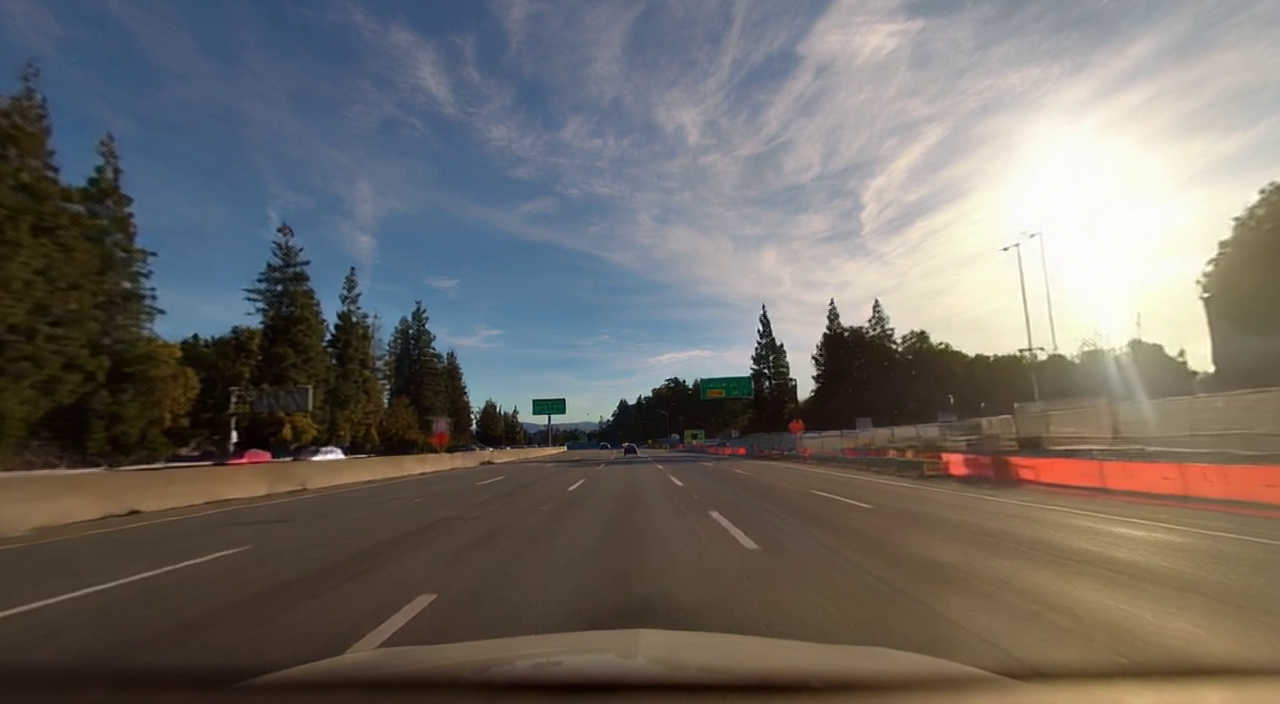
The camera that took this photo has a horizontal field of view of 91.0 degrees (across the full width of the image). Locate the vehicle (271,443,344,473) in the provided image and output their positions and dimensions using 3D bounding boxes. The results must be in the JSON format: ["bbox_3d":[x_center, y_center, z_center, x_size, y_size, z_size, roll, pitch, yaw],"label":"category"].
[{"bbox_3d":[-21.407,6.835,40.822,2.086,1.810,4.962,0,-9,-1],"label":"vehicle"}]

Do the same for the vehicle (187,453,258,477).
[{"bbox_3d":[-29.700,8.027,44.960,1.876,1.533,4.662,0,-9,0],"label":"vehicle"}]
